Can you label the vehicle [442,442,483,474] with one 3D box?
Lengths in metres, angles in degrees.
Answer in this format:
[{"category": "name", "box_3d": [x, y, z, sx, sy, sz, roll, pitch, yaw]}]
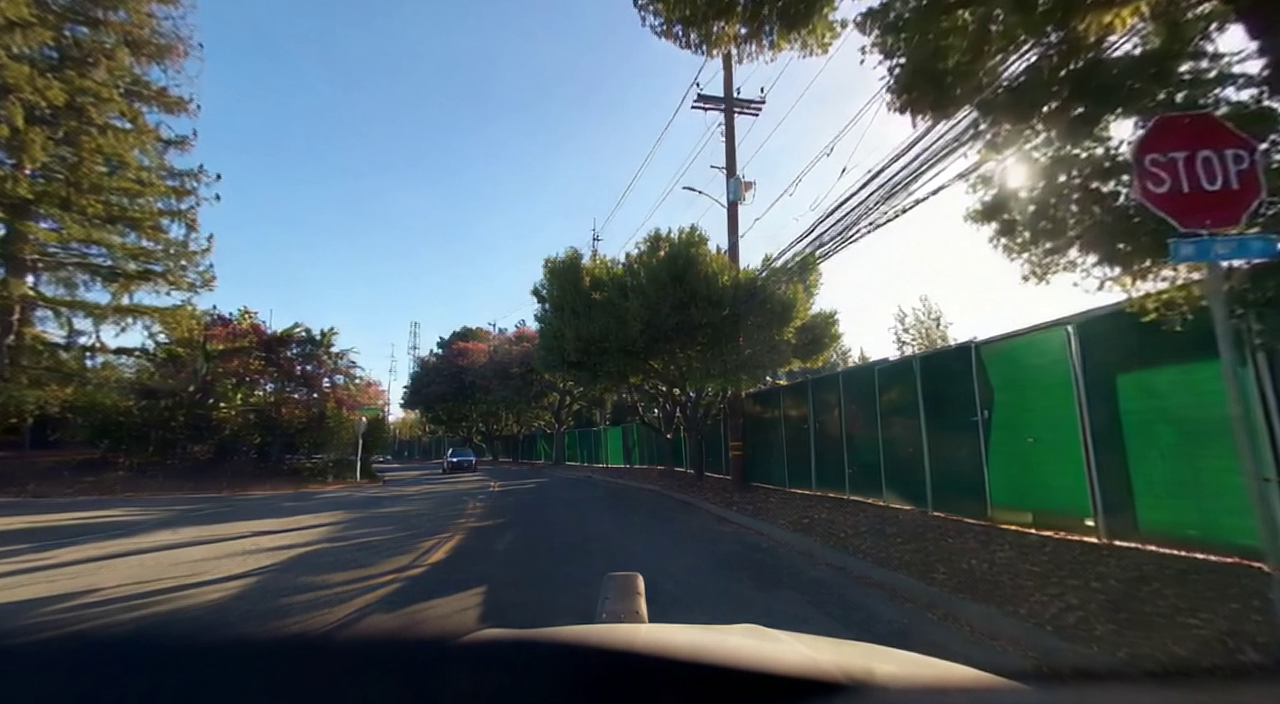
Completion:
[{"category": "vehicle", "box_3d": [-11.394, 6.752, 40.360, 2.185, 1.901, 4.177, 3, -9, -19]}]
